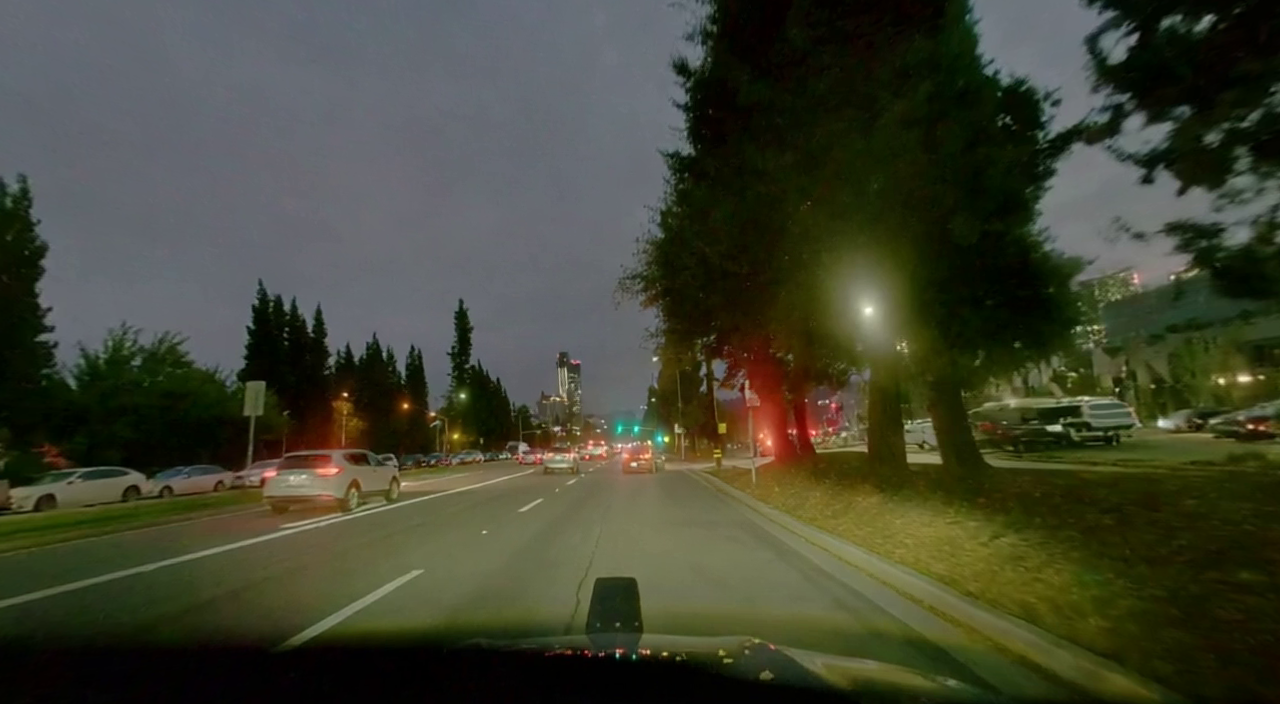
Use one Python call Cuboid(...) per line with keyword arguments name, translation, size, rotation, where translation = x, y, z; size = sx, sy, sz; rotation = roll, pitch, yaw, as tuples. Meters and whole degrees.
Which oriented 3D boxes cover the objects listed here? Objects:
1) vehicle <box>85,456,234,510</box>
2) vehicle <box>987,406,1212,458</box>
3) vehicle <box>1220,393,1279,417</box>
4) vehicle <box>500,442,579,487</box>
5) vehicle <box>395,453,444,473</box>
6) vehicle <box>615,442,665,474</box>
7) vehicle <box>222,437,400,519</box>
Cuboid(name="vehicle", translation=(-17.111, 4.639, 22.837), size=(1.874, 1.626, 4.447), rotation=(0, -8, -1))
Cuboid(name="vehicle", translation=(13.544, 2.422, 18.915), size=(4.959, 1.455, 2.203), rotation=(0, -9, 1))
Cuboid(name="vehicle", translation=(48.520, 4.154, 49.260), size=(1.786, 1.645, 4.272), rotation=(3, -10, -25))
Cuboid(name="vehicle", translation=(-3.657, 4.191, 23.901), size=(2.235, 1.500, 4.420), rotation=(0, -8, 0))
Cuboid(name="vehicle", translation=(-17.090, 8.586, 49.188), size=(1.981, 1.431, 4.862), rotation=(0, -8, 1))
Cuboid(name="vehicle", translation=(0.097, 5.383, 32.370), size=(2.208, 1.513, 4.504), rotation=(-1, -8, 5))
Cuboid(name="vehicle", translation=(-7.880, 3.025, 15.770), size=(2.054, 1.744, 4.422), rotation=(0, -8, 0))
